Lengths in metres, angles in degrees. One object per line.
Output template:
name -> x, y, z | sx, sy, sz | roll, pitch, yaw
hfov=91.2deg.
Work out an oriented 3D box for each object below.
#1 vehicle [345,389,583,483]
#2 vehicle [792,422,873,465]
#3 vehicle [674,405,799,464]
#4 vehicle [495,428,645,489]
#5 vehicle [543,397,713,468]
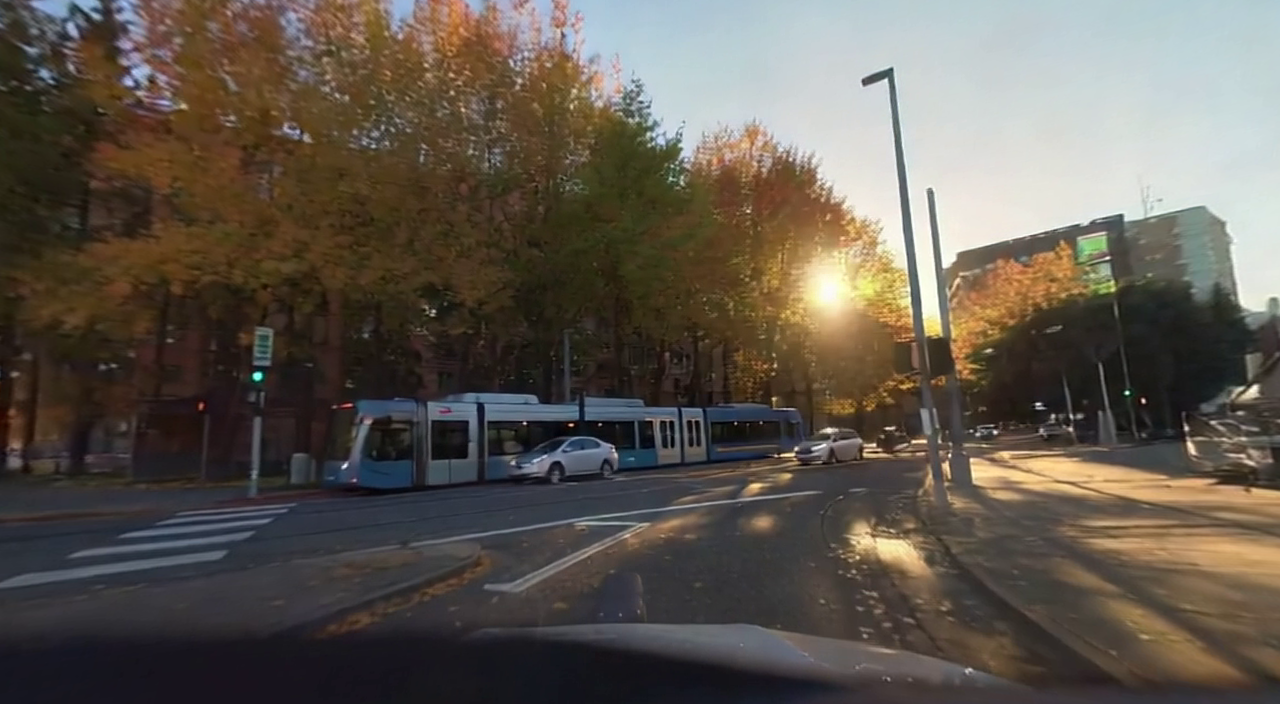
vehicle -> -7.727, 3.982, 29.323 | 10.391, 3.725, 2.904 | 7, -12, -41
vehicle -> 10.124, 4.816, 32.851 | 4.386, 2.070, 2.092 | 8, -12, -44
vehicle -> 6.858, 5.560, 42.846 | 2.878, 3.618, 10.068 | -10, -11, 44
vehicle -> -2.230, 3.505, 20.885 | 4.687, 1.760, 2.028 | 8, -12, -44
vehicle -> -0.361, 4.728, 36.097 | 10.440, 3.509, 2.903 | 8, -12, -42
